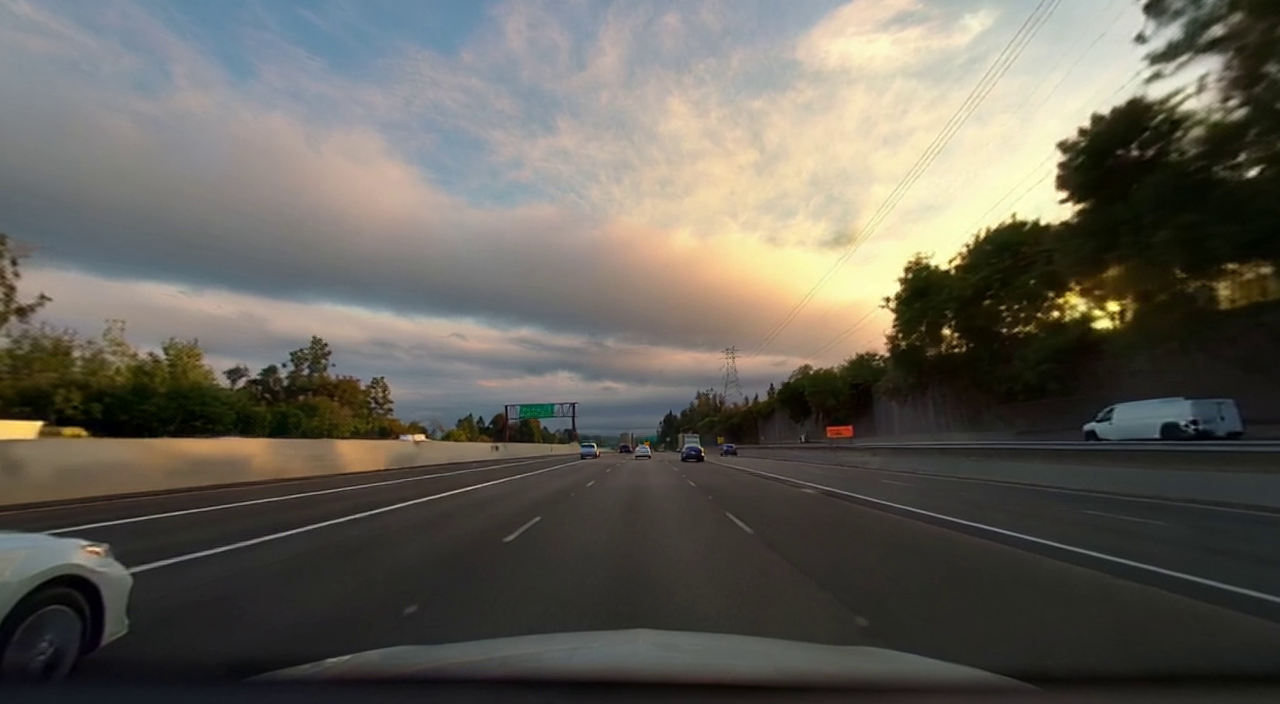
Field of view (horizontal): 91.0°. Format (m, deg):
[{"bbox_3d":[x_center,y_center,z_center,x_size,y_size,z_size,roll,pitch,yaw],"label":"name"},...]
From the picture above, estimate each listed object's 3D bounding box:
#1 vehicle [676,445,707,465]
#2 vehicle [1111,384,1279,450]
[{"bbox_3d":[3.972,8.021,49.256,2.076,1.506,4.050,0,-9,1],"label":"vehicle"},{"bbox_3d":[42.177,5.079,46.284,2.955,4.183,15.830,0,-9,0],"label":"vehicle"}]
